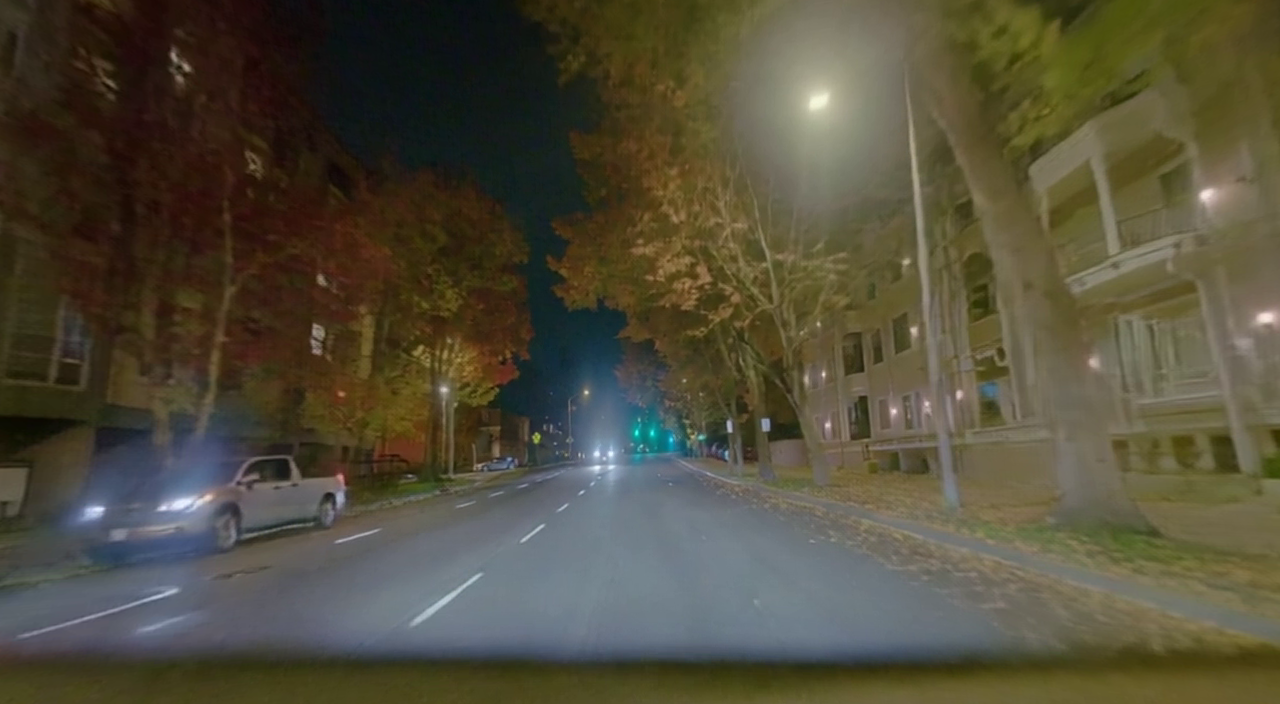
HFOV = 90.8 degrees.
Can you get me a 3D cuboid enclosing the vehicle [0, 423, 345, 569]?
[{"bbox_3d":[-7.292,2.311,10.737,2.129,1.730,5.544,-2,-10,-3],"label":"vehicle"}]
